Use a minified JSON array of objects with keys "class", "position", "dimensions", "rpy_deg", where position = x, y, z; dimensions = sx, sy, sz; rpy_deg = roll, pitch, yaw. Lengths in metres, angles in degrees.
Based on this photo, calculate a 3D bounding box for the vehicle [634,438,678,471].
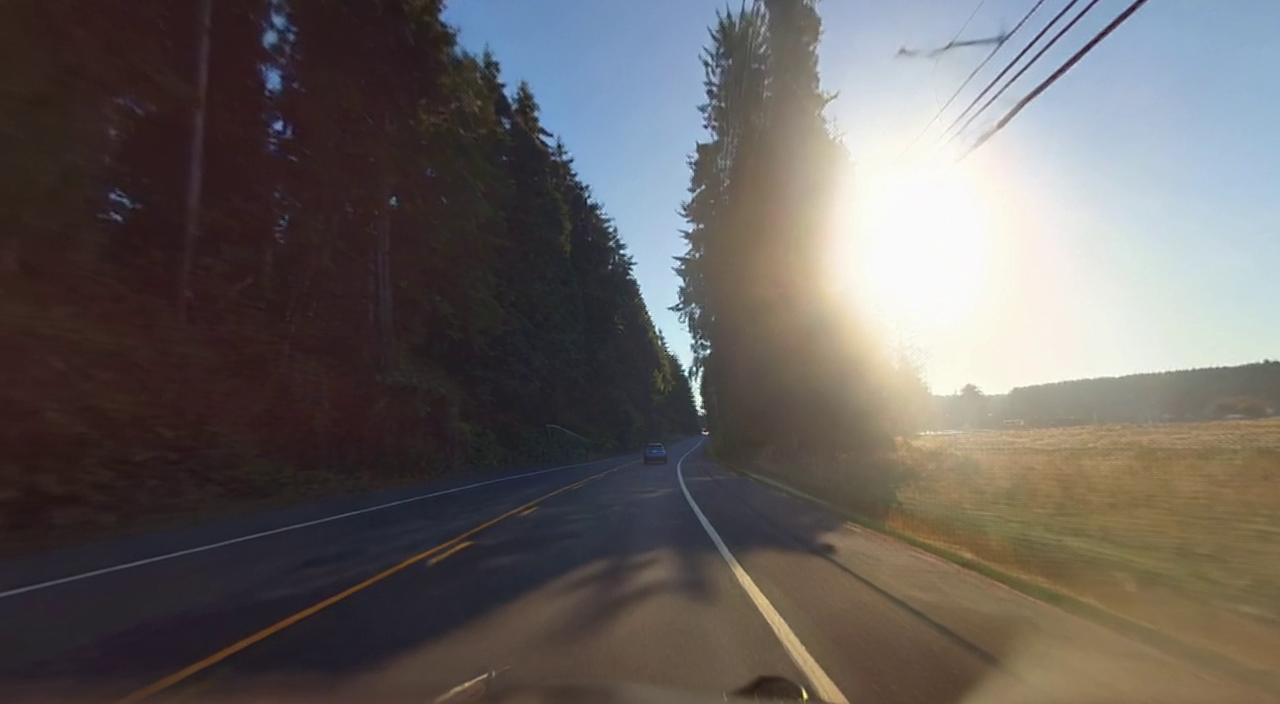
[{"class":"vehicle","position":[0.841,5.091,31.494],"dimensions":[2.059,1.524,3.963],"rpy_deg":[-1,-8,3]}]
